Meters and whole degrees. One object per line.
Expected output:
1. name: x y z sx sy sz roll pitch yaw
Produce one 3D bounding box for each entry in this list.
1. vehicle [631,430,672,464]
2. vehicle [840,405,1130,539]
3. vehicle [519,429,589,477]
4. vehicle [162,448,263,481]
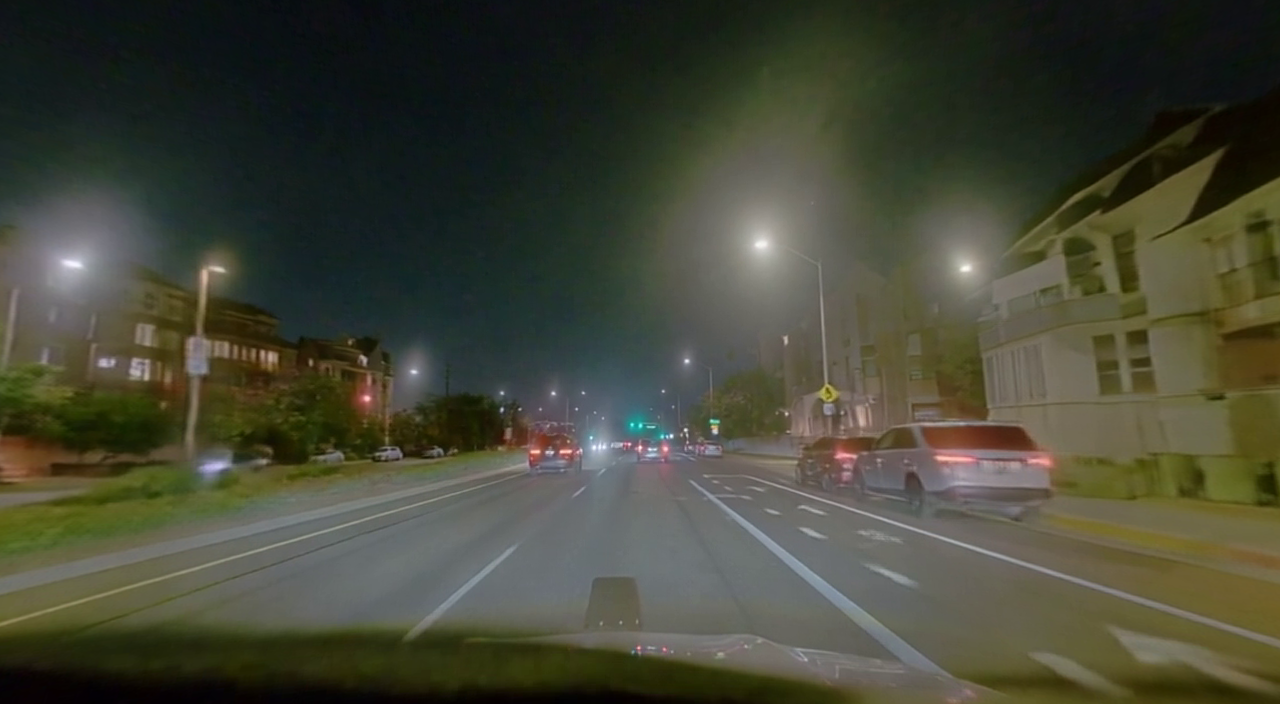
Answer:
1. vehicle: 0.661 5.714 38.041 2.273 1.851 5.075 0 -8 0
2. vehicle: 5.804 2.118 11.859 2.217 1.874 5.660 0 -8 0
3. vehicle: -3.436 4.167 26.172 2.233 1.775 4.491 0 -8 1
4. vehicle: -19.750 5.176 29.435 1.739 1.397 4.268 0 -8 0
